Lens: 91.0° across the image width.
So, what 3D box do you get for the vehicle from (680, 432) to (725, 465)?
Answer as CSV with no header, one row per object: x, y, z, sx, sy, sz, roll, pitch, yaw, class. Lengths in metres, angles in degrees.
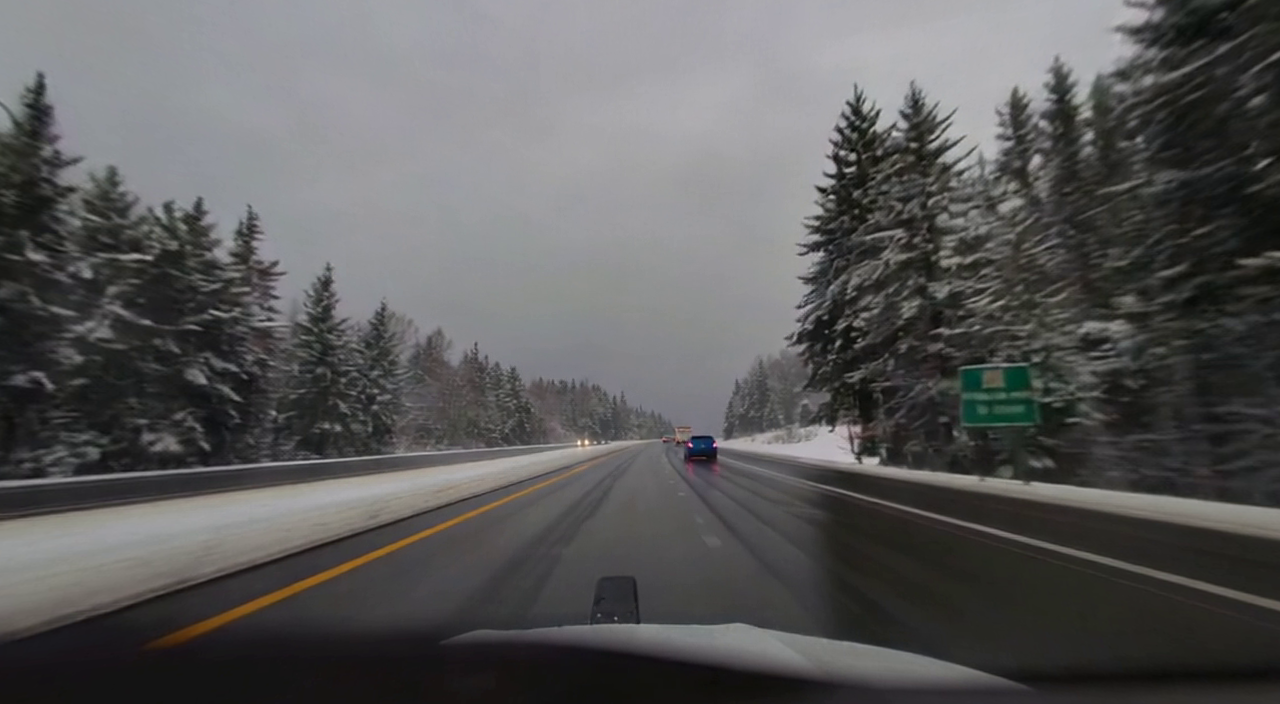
3.325,5.270,34.396,2.022,1.663,4.245,0,-8,0,vehicle
